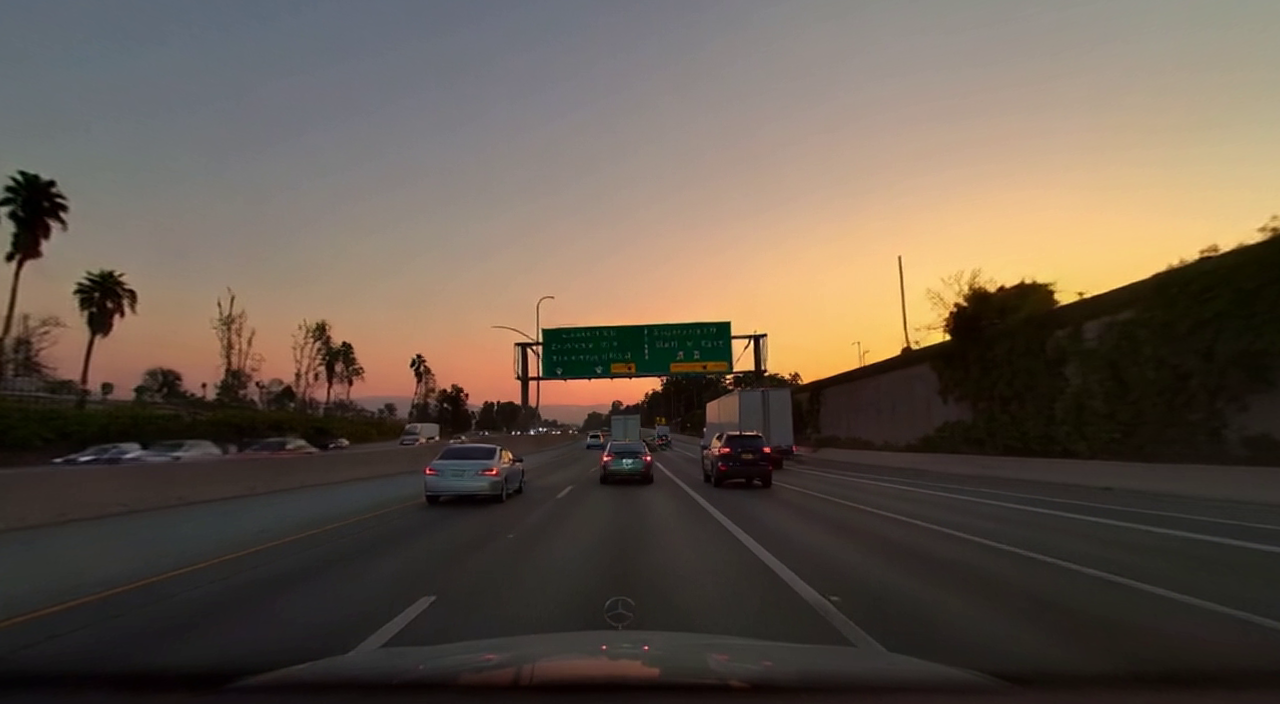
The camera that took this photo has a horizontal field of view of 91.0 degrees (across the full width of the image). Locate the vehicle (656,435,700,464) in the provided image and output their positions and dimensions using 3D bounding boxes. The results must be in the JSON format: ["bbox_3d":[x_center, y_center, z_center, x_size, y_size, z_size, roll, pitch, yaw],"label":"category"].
[{"bbox_3d":[2.492,6.625,42.965,2.476,1.843,5.652,0,-8,-1],"label":"vehicle"}]

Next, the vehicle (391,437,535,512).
[{"bbox_3d":[-3.784,2.684,14.385,1.998,1.423,4.436,0,-8,0],"label":"vehicle"}]

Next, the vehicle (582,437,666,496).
[{"bbox_3d":[-0.437,3.194,18.004,2.136,1.470,3.971,0,-8,-1],"label":"vehicle"}]

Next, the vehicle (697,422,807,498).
[{"bbox_3d":[3.011,3.042,18.075,2.173,1.870,4.499,0,-8,-2],"label":"vehicle"}]

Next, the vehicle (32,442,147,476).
[{"bbox_3d":[-30.434,5.887,35.053,2.150,1.728,4.872,0,-8,-3],"label":"vehicle"}]

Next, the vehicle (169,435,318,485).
[{"bbox_3d":[-15.686,4.290,25.452,2.476,1.741,5.764,0,-8,-3],"label":"vehicle"}]
